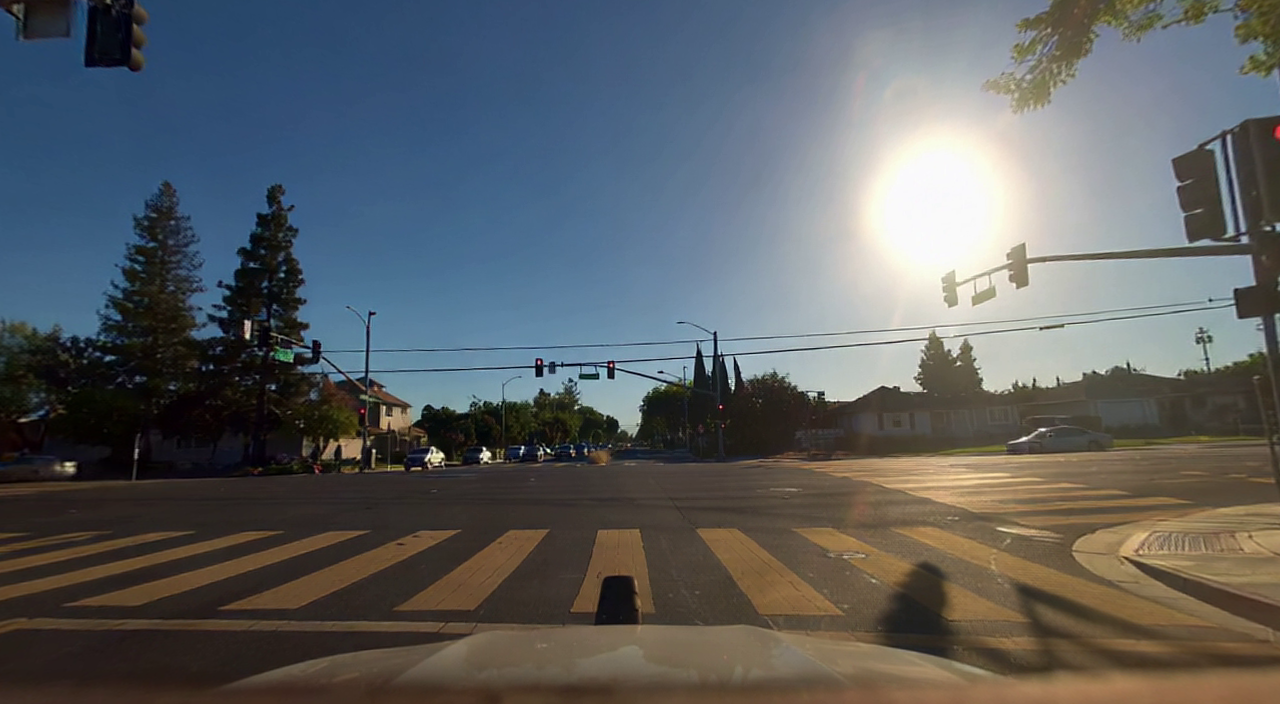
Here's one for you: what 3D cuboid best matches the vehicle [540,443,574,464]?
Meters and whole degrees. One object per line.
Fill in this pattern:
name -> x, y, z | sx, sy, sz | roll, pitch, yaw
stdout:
vehicle -> -6.114, 7.524, 47.050 | 1.936, 1.444, 4.168 | 0, -8, 0

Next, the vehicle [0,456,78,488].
vehicle -> -35.333, 6.813, 36.057 | 4.706, 1.710, 1.932 | -1, -8, 4
